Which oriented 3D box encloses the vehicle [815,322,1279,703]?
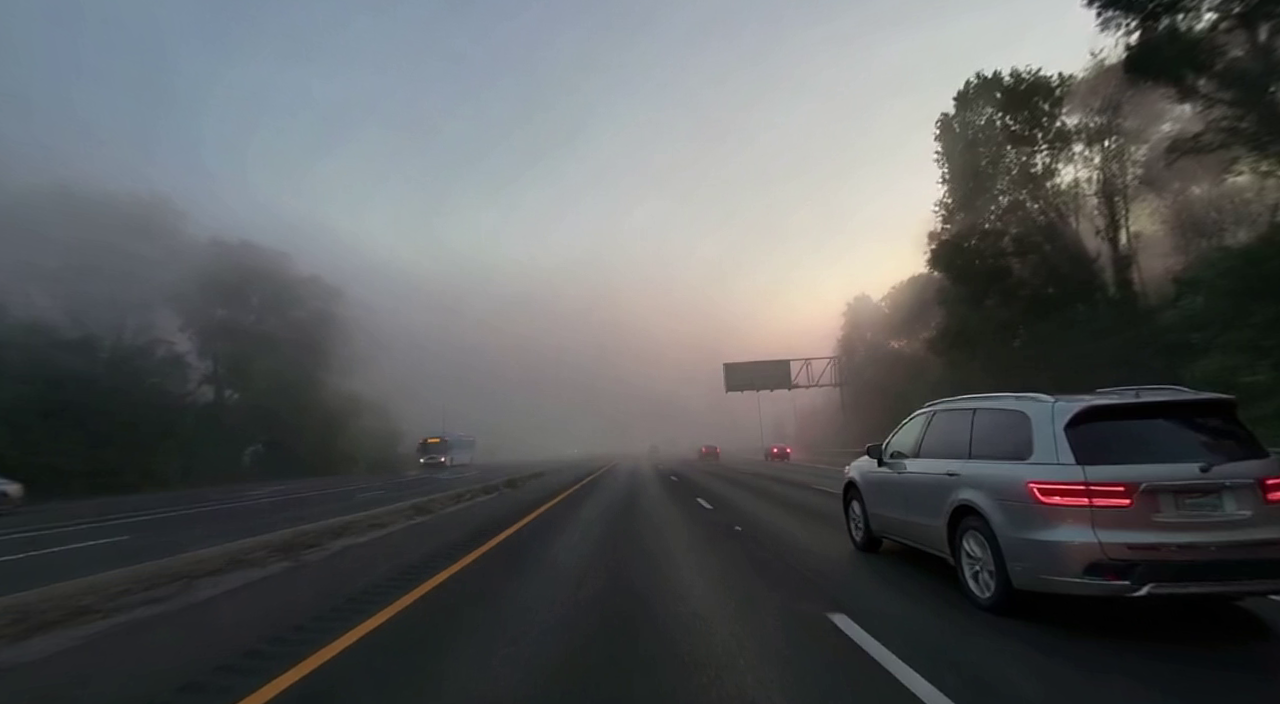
[{"bbox_3d":[3.245,1.146,5.093,2.207,1.850,4.875,0,-9,0],"label":"vehicle"}]
